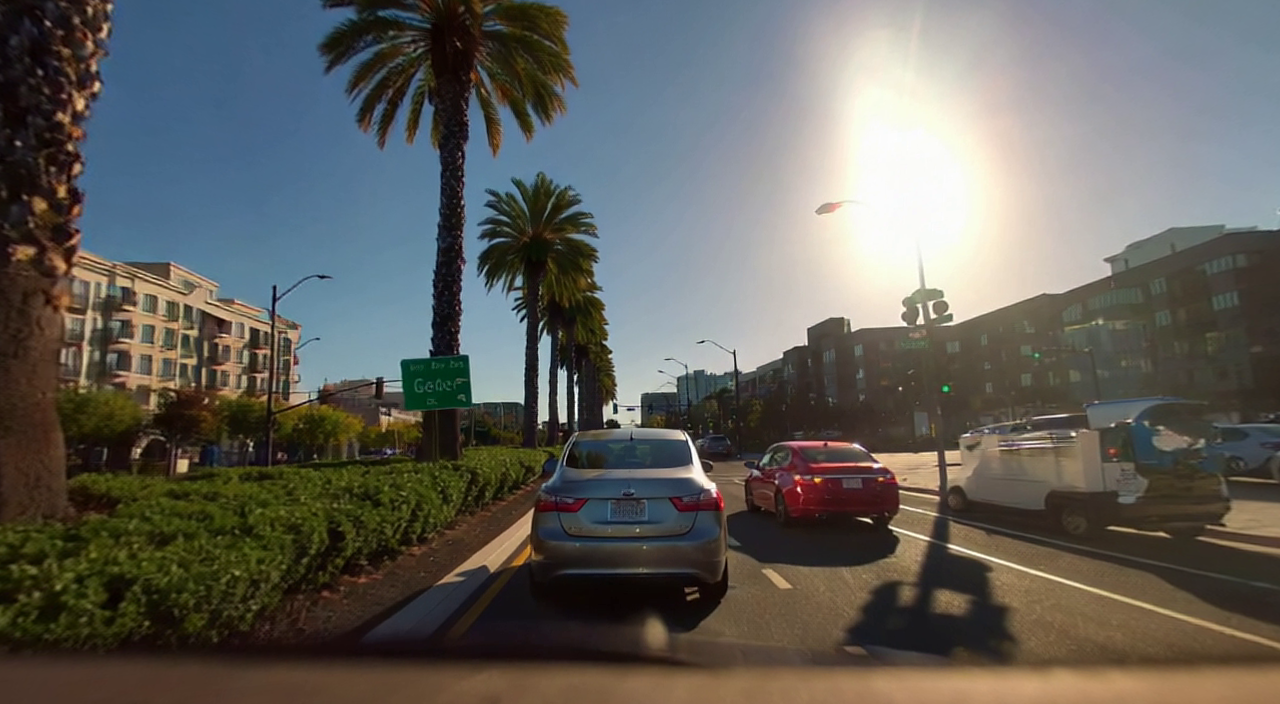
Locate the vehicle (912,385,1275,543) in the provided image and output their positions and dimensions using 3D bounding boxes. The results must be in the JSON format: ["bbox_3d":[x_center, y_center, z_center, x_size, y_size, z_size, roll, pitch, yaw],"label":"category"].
[{"bbox_3d":[7.165,1.882,11.151,2.254,2.072,5.577,0,-8,0],"label":"vehicle"}]

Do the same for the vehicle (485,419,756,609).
[{"bbox_3d":[-0.165,1.591,7.078,2.158,1.498,3.919,0,-8,0],"label":"vehicle"}]

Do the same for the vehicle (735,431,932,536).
[{"bbox_3d":[3.078,2.191,11.179,1.925,1.451,4.436,0,-8,-2],"label":"vehicle"}]

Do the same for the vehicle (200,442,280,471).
[{"bbox_3d":[-28.340,7.405,45.065,2.115,1.884,5.481,0,-8,0],"label":"vehicle"}]
